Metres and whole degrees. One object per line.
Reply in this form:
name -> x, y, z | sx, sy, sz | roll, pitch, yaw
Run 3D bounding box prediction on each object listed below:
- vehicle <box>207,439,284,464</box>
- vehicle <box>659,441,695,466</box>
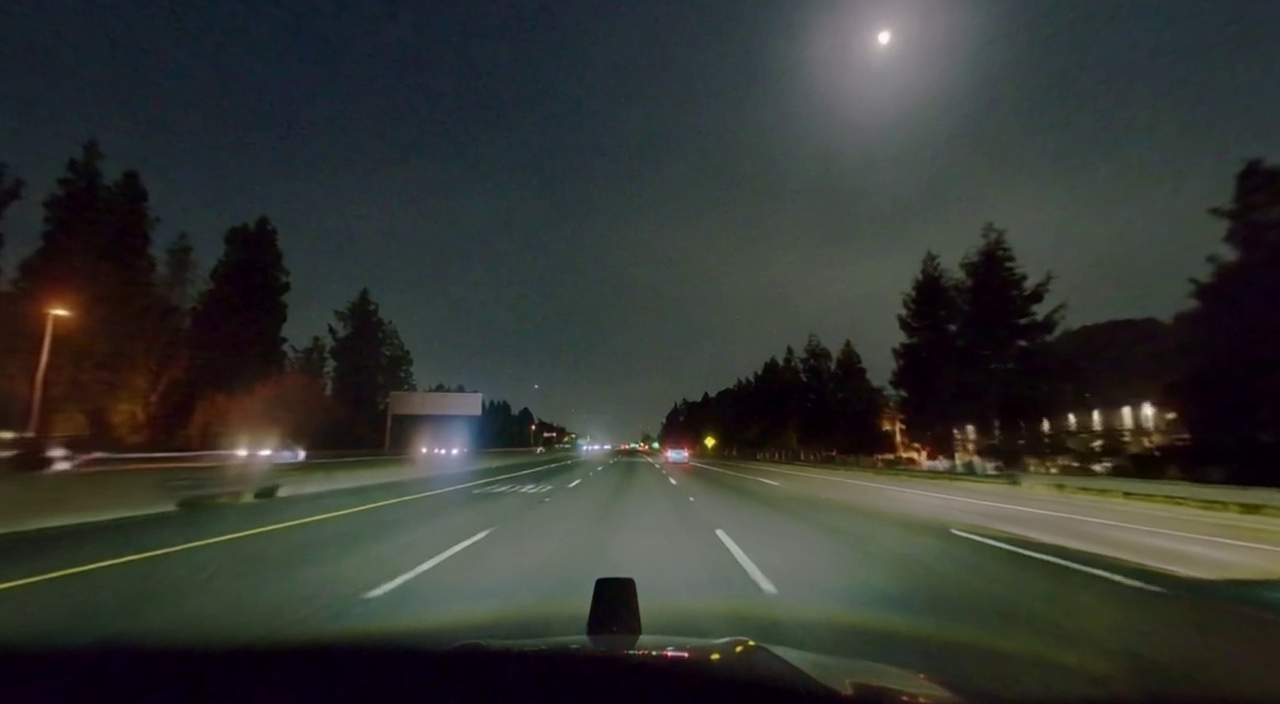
vehicle -> -25.363, 6.408, 40.852 | 1.902, 1.514, 4.866 | 0, -9, 0
vehicle -> 2.580, 7.223, 45.176 | 2.127, 1.692, 4.382 | 0, -9, -2
